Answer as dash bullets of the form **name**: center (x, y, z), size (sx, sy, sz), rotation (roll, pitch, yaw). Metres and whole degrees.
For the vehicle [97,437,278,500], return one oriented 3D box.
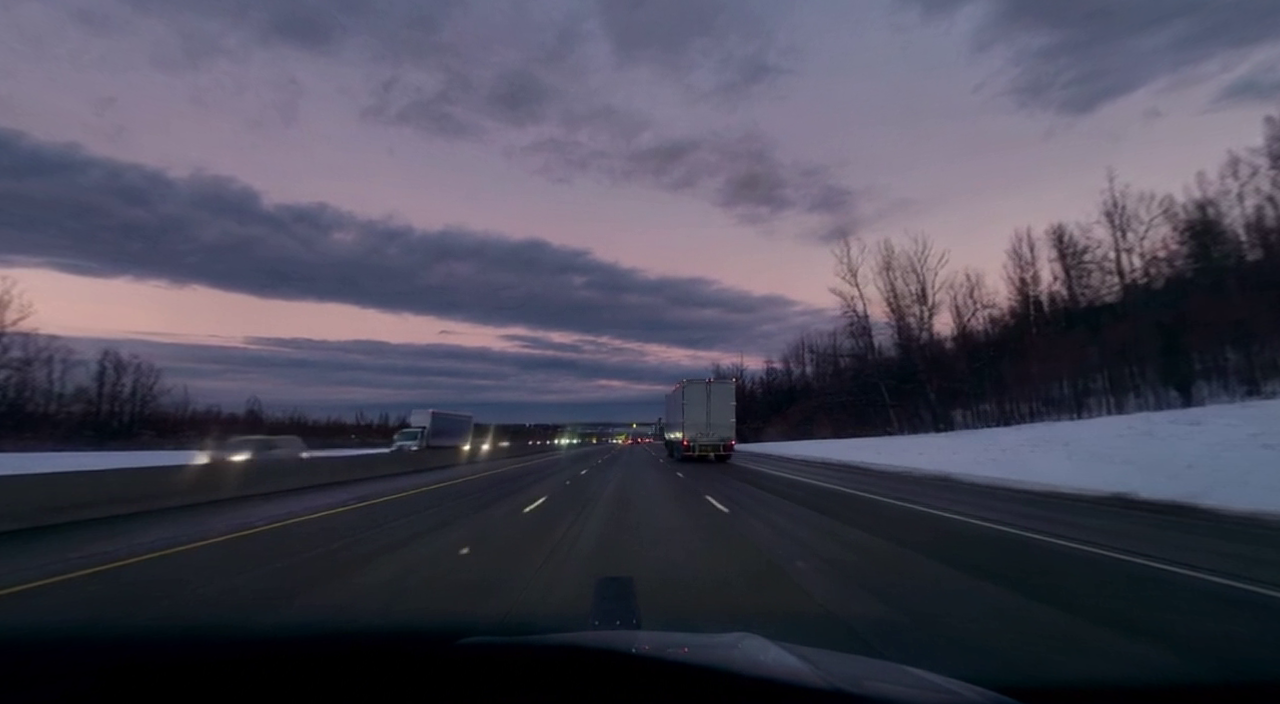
- **vehicle**: center (-12.088, 3.098, 17.245), size (1.847, 1.490, 4.234), rotation (0, -8, -1)

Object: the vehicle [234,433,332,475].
- **vehicle**: center (-16.119, 4.601, 28.712), size (1.986, 1.711, 4.377), rotation (0, -8, -2)

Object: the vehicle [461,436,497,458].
- **vehicle**: center (-12.377, 7.332, 48.533), size (1.825, 1.547, 3.994), rotation (-2, -8, 0)

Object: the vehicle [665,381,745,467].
- **vehicle**: center (3.499, 4.518, 38.437), size (2.979, 4.161, 15.508), rotation (1, -7, -1)
